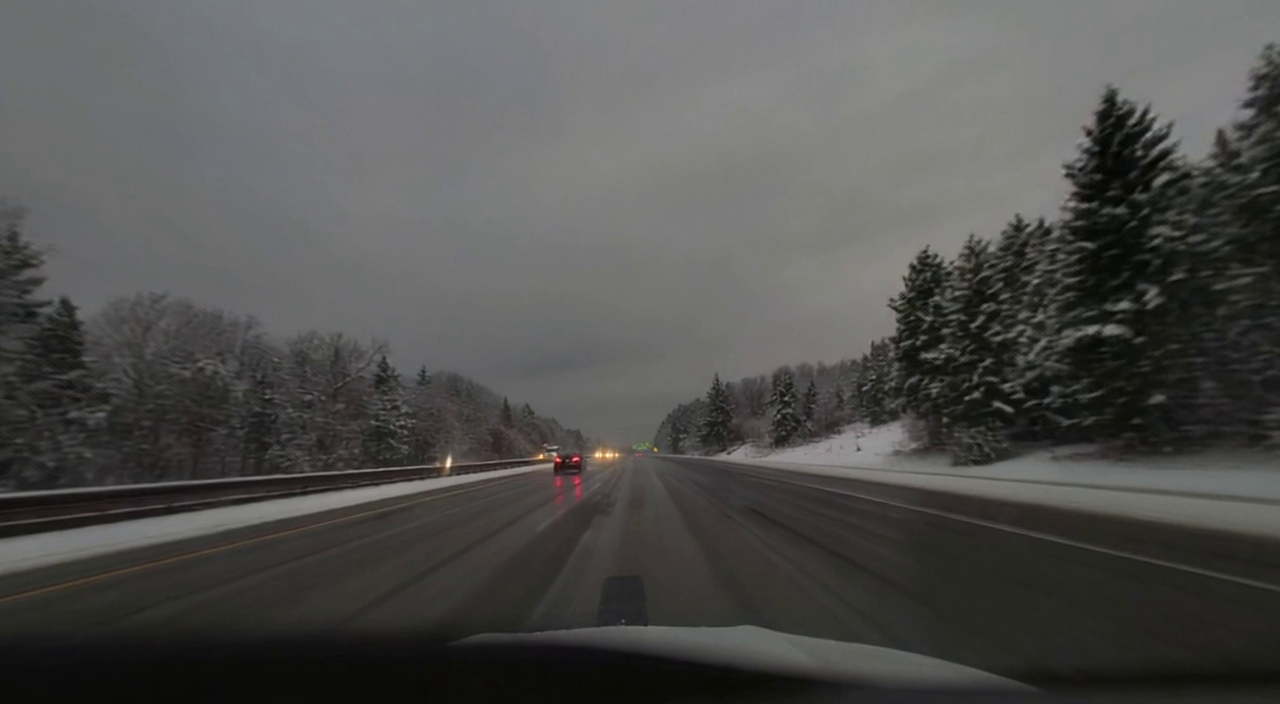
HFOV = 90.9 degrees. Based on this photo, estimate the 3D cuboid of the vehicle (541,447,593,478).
[{"bbox_3d":[-3.845,5.939,34.147,2.128,1.521,5.409,0,-9,1],"label":"vehicle"}]
